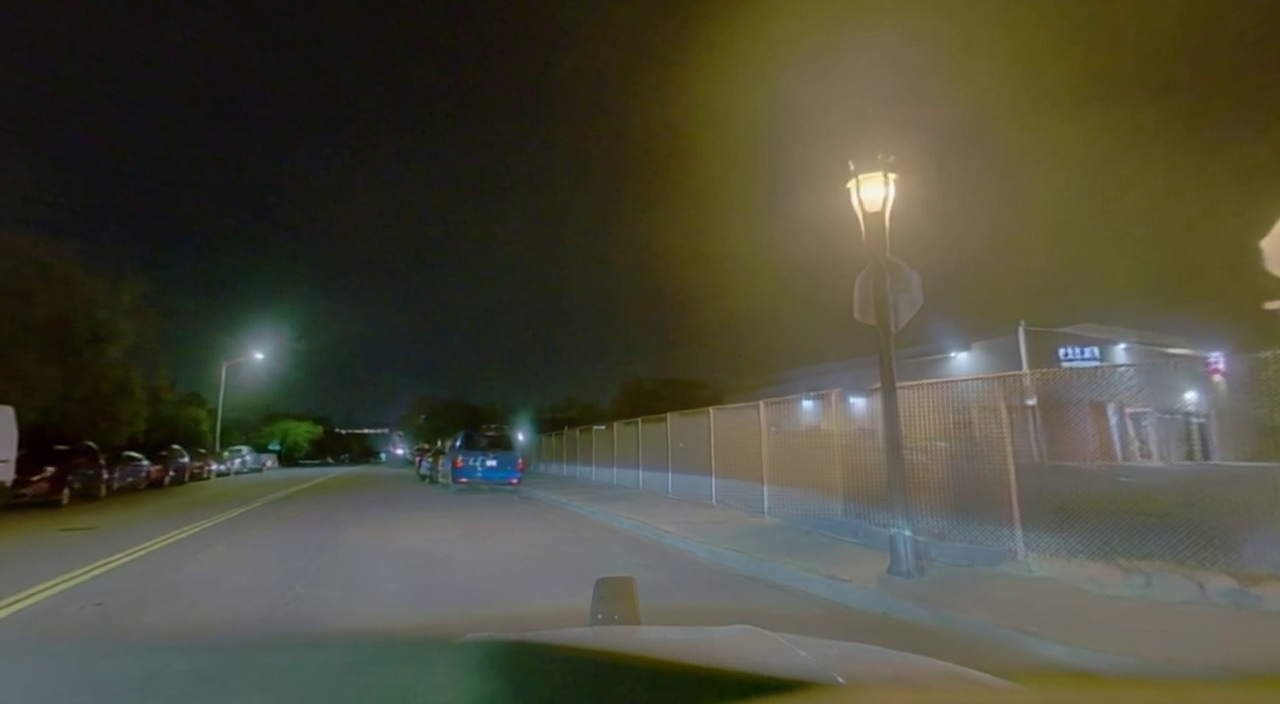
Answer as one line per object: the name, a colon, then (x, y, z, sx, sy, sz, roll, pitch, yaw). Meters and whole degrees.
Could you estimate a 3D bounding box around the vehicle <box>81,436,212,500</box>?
vehicle: (-18.052, 4.218, 23.512, 2.304, 1.937, 5.720, 1, -8, -22)

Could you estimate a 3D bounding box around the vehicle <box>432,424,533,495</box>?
vehicle: (-5.487, 3.577, 21.312, 2.327, 2.021, 5.850, 4, -9, -23)

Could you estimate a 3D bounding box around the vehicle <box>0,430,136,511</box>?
vehicle: (-15.660, 3.198, 17.166, 1.857, 1.908, 4.081, 3, -11, -22)

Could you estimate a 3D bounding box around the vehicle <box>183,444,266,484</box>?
vehicle: (-22.099, 5.942, 33.914, 2.504, 1.919, 5.658, 3, -9, -21)
